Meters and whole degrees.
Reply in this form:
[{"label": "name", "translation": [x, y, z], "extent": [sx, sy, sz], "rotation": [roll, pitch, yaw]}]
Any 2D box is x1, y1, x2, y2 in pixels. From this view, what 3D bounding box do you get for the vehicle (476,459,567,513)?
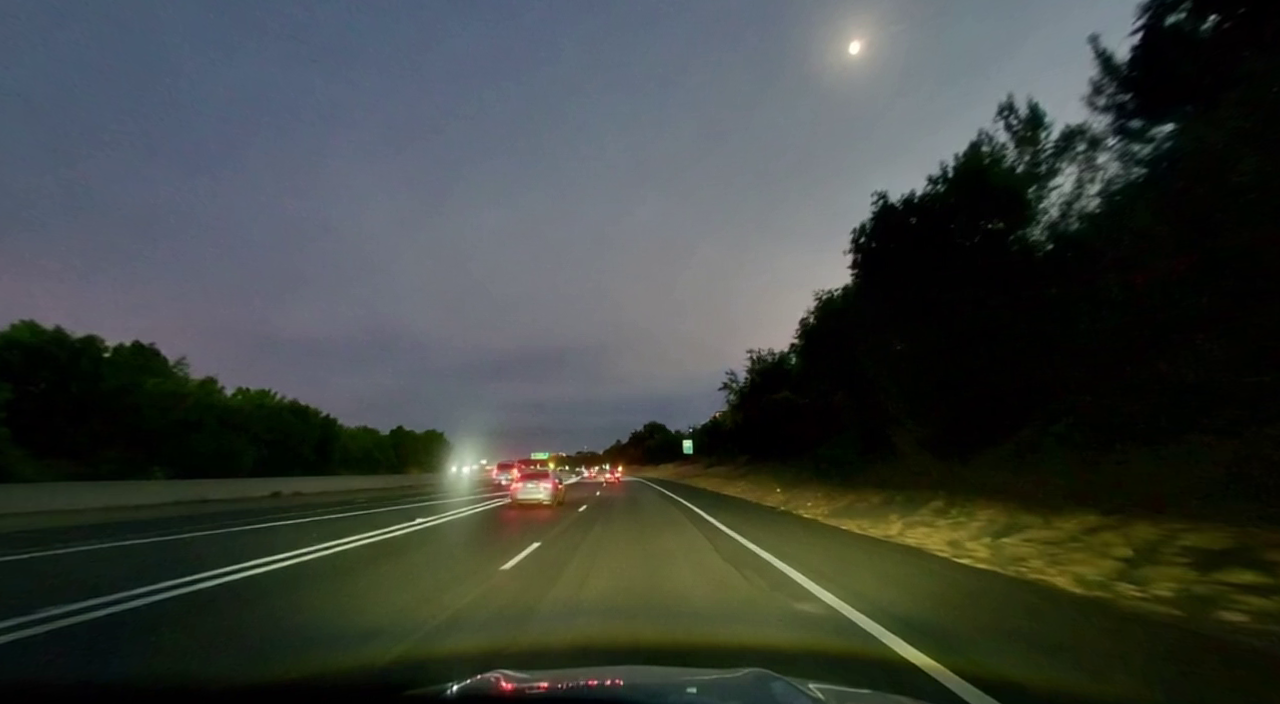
[{"label": "vehicle", "translation": [-3.774, 4.410, 21.007], "extent": [2.115, 1.546, 4.638], "rotation": [1, -10, 0]}]
